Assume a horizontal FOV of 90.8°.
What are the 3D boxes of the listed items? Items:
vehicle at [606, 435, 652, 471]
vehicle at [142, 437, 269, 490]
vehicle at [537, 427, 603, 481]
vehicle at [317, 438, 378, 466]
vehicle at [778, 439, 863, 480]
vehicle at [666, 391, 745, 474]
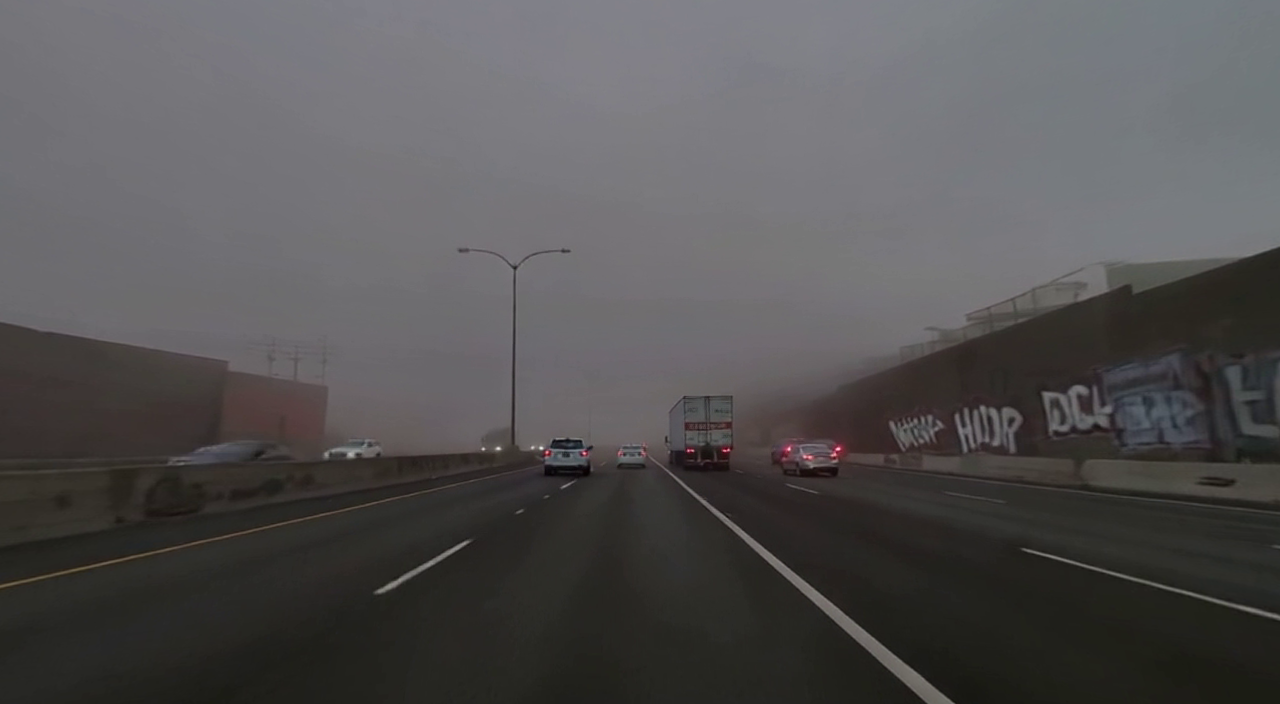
[{"bbox_3d":[-0.528,5.106,31.980,2.191,1.685,4.015,0,-9,-1],"label":"vehicle"},{"bbox_3d":[-13.188,3.393,19.440,1.466,1.474,3.337,0,-9,1],"label":"vehicle"},{"bbox_3d":[-2.573,3.920,24.449,2.249,1.843,5.176,1,-9,-4],"label":"vehicle"},{"bbox_3d":[-17.344,5.932,37.609,1.833,1.541,3.656,0,-9,0],"label":"vehicle"},{"bbox_3d":[7.041,4.240,25.141,1.915,1.476,4.677,0,-9,-1],"label":"vehicle"},{"bbox_3d":[3.274,4.530,34.754,2.976,3.806,10.591,0,-9,-1],"label":"vehicle"}]
